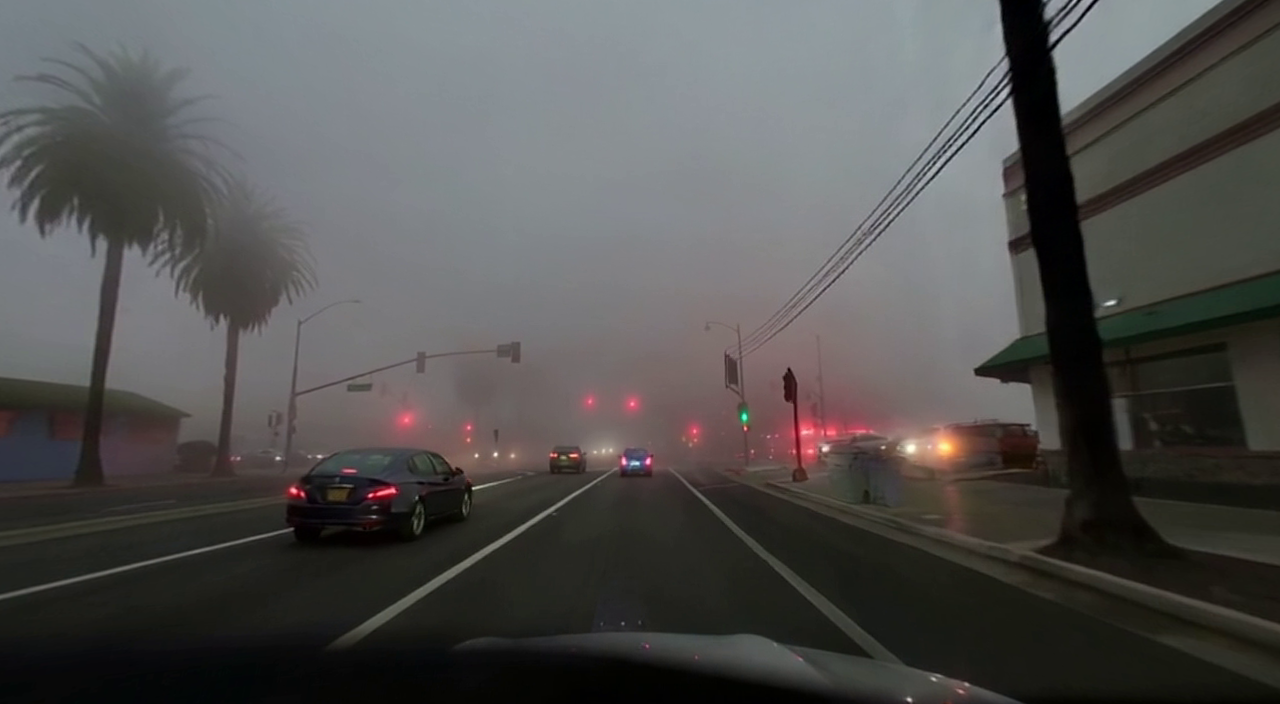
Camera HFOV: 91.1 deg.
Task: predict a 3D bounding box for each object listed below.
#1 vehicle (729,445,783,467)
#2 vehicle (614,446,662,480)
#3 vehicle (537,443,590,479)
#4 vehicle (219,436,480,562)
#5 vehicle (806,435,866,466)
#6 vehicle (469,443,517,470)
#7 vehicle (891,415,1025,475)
[{"bbox_3d":[8.709,7.775,47.079,3.980,1.486,2.059,8,-12,-44],"label":"vehicle"},{"bbox_3d":[-0.052,5.176,29.569,2.094,1.496,4.070,0,-8,1],"label":"vehicle"},{"bbox_3d":[-3.640,5.280,30.714,1.979,1.634,3.957,0,-8,2],"label":"vehicle"},{"bbox_3d":[-4.110,2.117,9.888,1.904,1.513,4.410,0,-8,1],"label":"vehicle"},{"bbox_3d":[11.245,5.680,36.304,1.982,1.623,4.211,0,-8,-2],"label":"vehicle"},{"bbox_3d":[-11.327,8.047,48.670,2.286,1.922,5.328,0,-8,2],"label":"vehicle"},{"bbox_3d":[11.186,3.368,22.653,2.111,1.875,5.301,-1,-8,1],"label":"vehicle"}]
